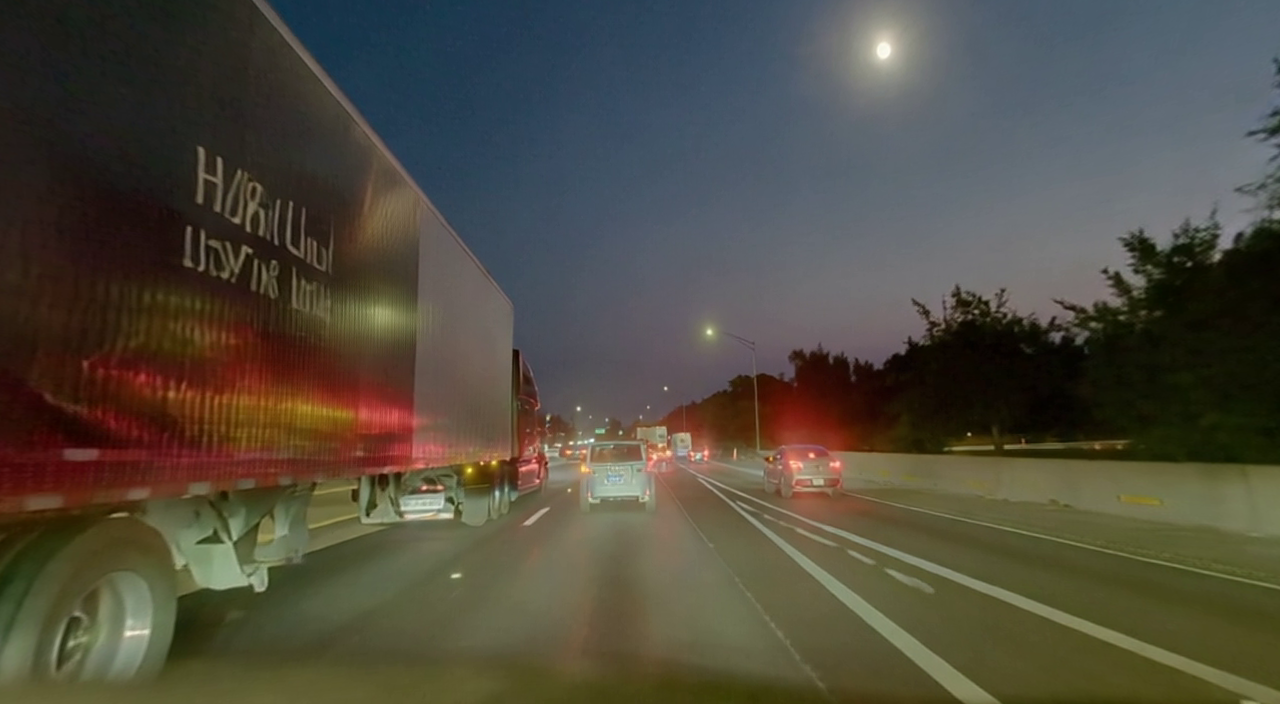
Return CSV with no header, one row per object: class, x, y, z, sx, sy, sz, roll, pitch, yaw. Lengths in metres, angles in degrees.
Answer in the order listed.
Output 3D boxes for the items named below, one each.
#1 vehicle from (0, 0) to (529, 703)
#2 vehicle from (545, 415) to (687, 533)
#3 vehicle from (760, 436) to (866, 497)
vehicle,-3.691,-0.008,4.701,2.857,4.063,16.026,0,-8,0
vehicle,-0.354,2.163,11.661,2.152,1.779,3.924,0,-9,0
vehicle,4.965,3.331,18.701,1.937,1.601,3.798,0,-9,-2
